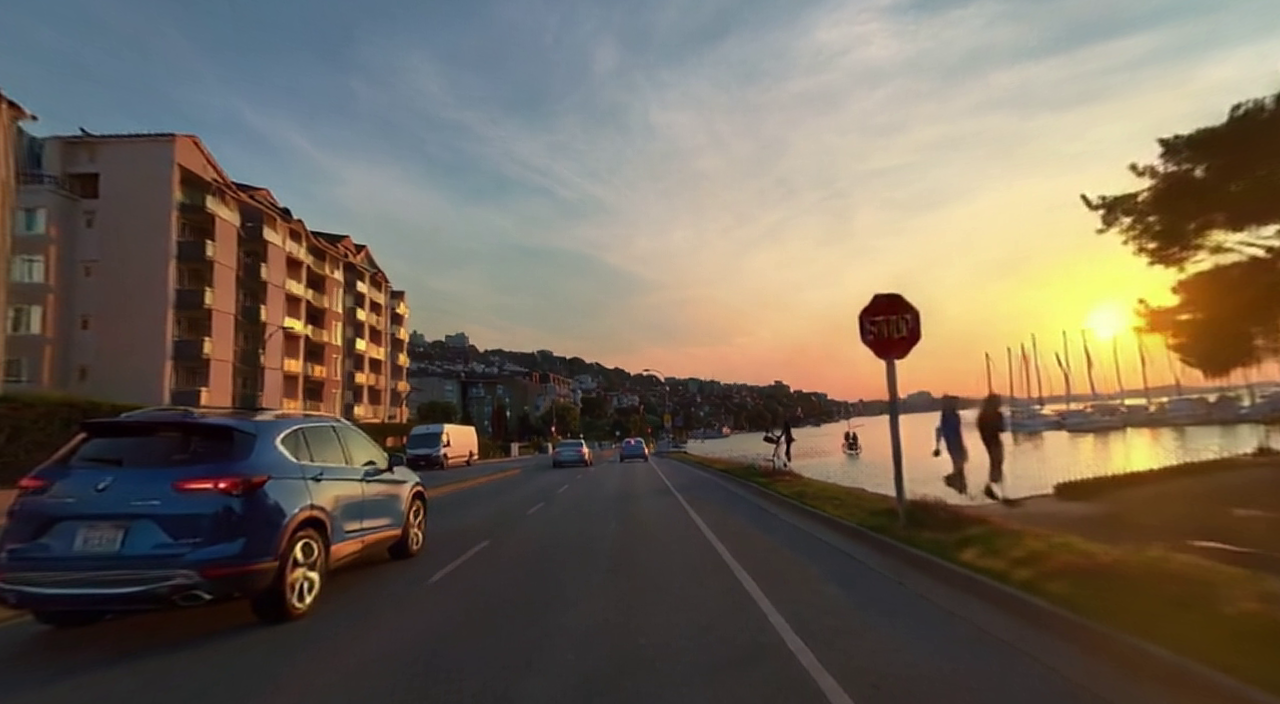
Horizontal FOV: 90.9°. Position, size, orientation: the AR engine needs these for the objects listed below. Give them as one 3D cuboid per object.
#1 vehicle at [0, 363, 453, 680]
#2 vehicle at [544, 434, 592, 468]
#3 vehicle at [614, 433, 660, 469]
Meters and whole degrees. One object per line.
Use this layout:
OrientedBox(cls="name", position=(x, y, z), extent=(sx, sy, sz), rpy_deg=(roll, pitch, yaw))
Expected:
OrientedBox(cls="vehicle", position=(-3.565, 1.321, 6.060), extent=(2.082, 1.817, 4.724), rpy_deg=(0, -9, 0))
OrientedBox(cls="vehicle", position=(-3.760, 5.301, 33.844), extent=(2.056, 1.680, 4.205), rpy_deg=(0, -9, 0))
OrientedBox(cls="vehicle", position=(-0.154, 4.768, 30.452), extent=(2.057, 1.624, 3.726), rpy_deg=(0, -9, 0))
